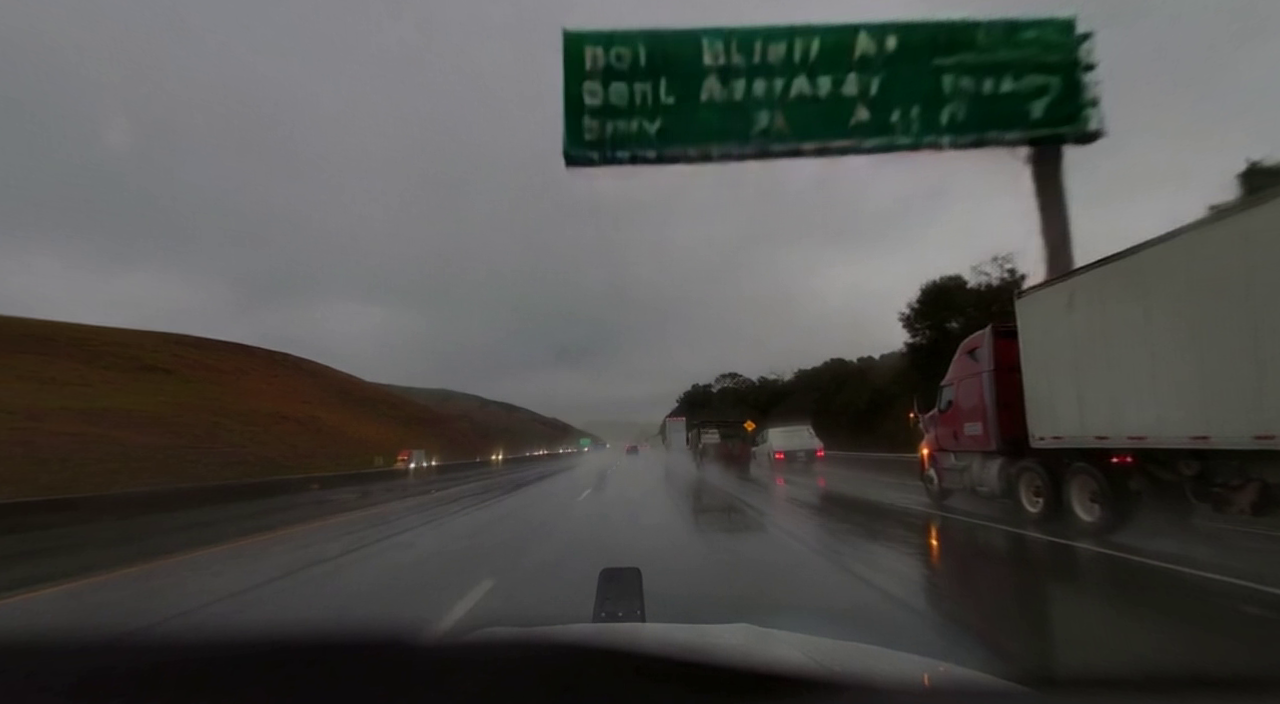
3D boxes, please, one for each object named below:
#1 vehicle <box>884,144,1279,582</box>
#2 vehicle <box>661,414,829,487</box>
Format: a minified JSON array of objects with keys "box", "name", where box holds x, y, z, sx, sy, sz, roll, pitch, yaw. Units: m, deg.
[{"box":[7.652,0.317,7.529,2.935,4.187,16.357,0,-9,0],"name":"vehicle"},{"box":[3.355,3.276,21.134,5.075,2.277,2.365,0,-9,-3],"name":"vehicle"}]
